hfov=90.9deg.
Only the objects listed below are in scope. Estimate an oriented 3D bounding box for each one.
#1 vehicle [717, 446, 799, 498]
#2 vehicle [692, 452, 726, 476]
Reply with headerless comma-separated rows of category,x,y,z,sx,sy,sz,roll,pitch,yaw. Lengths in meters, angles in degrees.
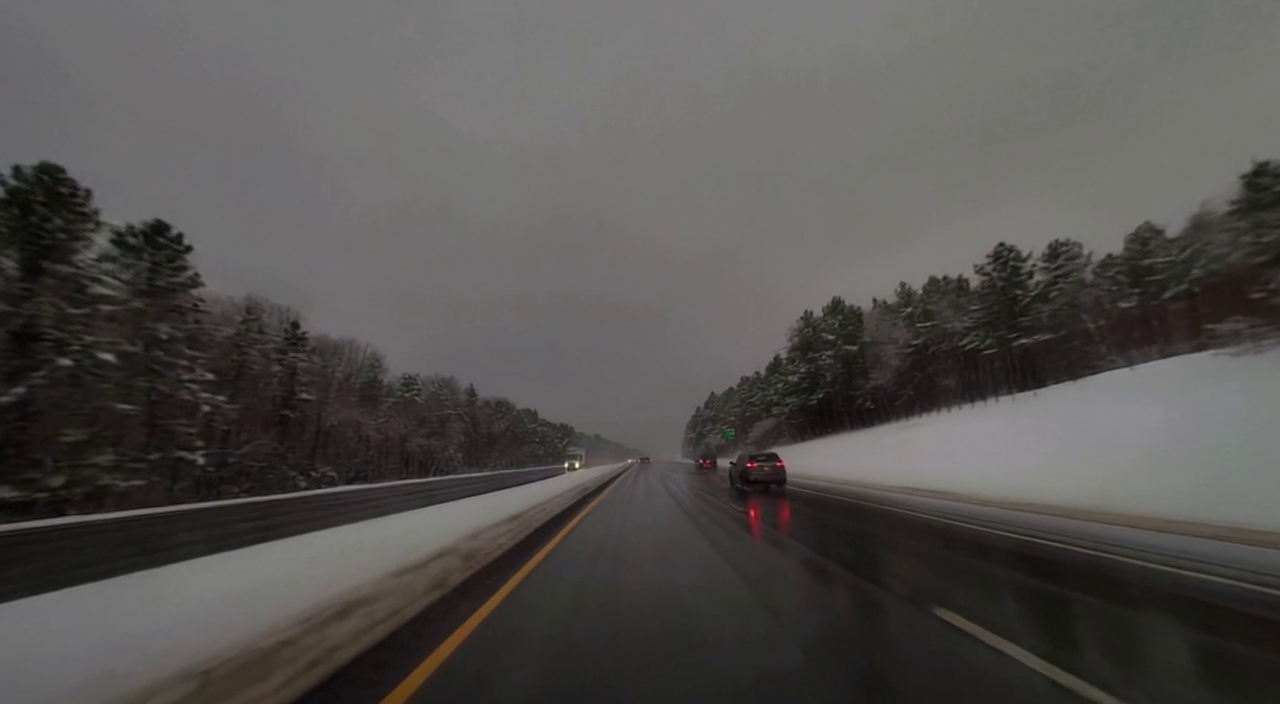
vehicle,4.153,4.308,23.016,2.122,1.662,4.392,0,-9,0
vehicle,5.087,8.331,46.997,1.994,1.671,3.949,0,-9,-1
